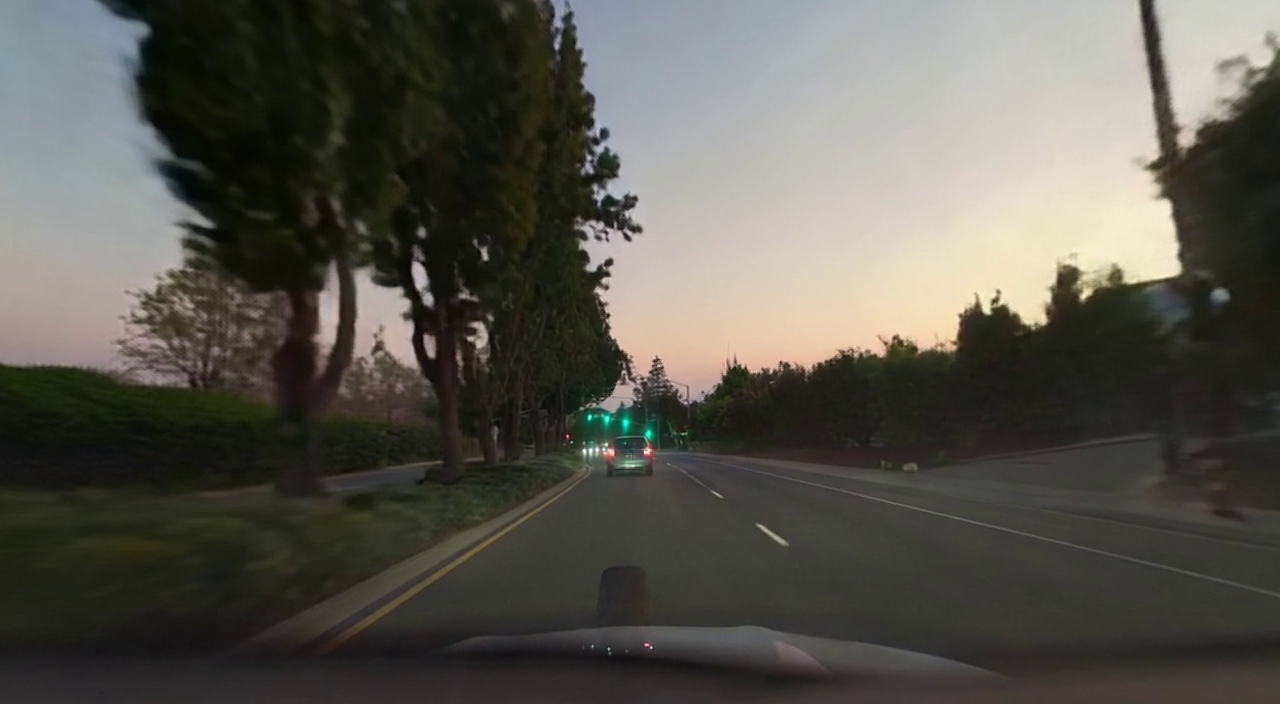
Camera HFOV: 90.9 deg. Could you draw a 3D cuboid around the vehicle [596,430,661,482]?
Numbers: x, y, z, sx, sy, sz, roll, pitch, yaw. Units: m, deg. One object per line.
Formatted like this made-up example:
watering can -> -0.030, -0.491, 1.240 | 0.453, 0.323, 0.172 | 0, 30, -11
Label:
vehicle -> -0.421, 3.835, 23.460 | 2.192, 1.734, 4.176 | 0, -8, -1
